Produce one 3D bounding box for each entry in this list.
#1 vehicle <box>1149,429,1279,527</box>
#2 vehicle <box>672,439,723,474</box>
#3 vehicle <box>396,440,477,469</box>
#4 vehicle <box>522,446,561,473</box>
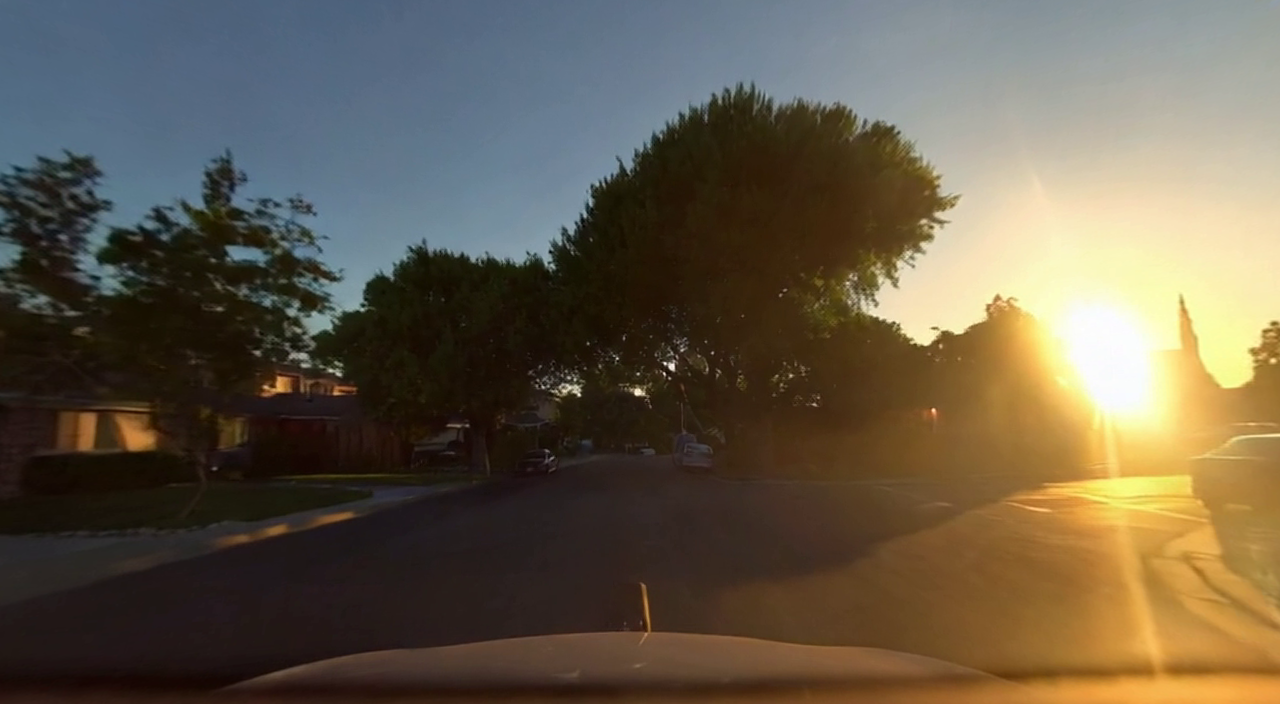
[{"bbox_3d":[12.547,2.196,11.632,4.708,1.527,2.113,-1,-8,-10],"label":"vehicle"},{"bbox_3d":[3.098,5.727,34.704,2.140,1.749,4.369,0,-9,-3],"label":"vehicle"},{"bbox_3d":[-13.884,7.012,43.126,5.019,1.867,2.006,1,-9,-8],"label":"vehicle"},{"bbox_3d":[-6.054,6.686,39.157,1.947,1.557,3.900,0,-9,-2],"label":"vehicle"}]
